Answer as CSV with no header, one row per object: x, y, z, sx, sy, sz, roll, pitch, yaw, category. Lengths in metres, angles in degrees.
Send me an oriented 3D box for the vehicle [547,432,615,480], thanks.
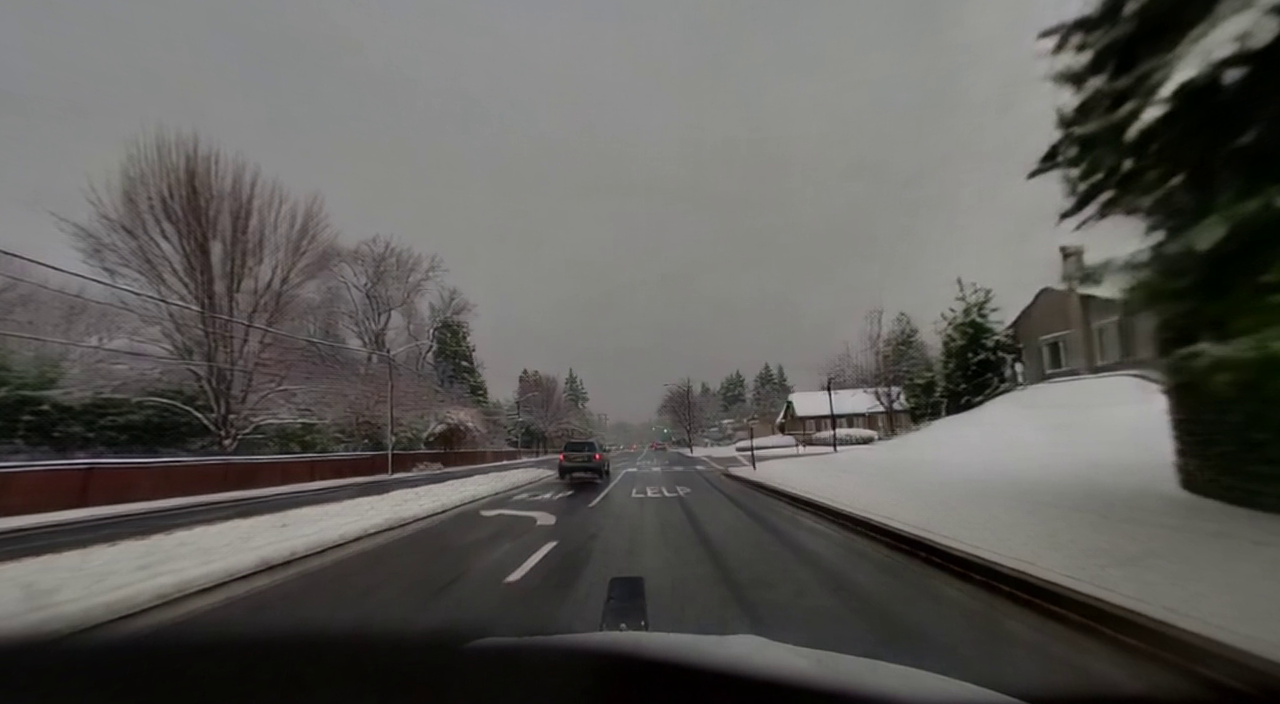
-2.262,4.155,25.415,2.190,1.766,4.394,0,-8,2,vehicle
